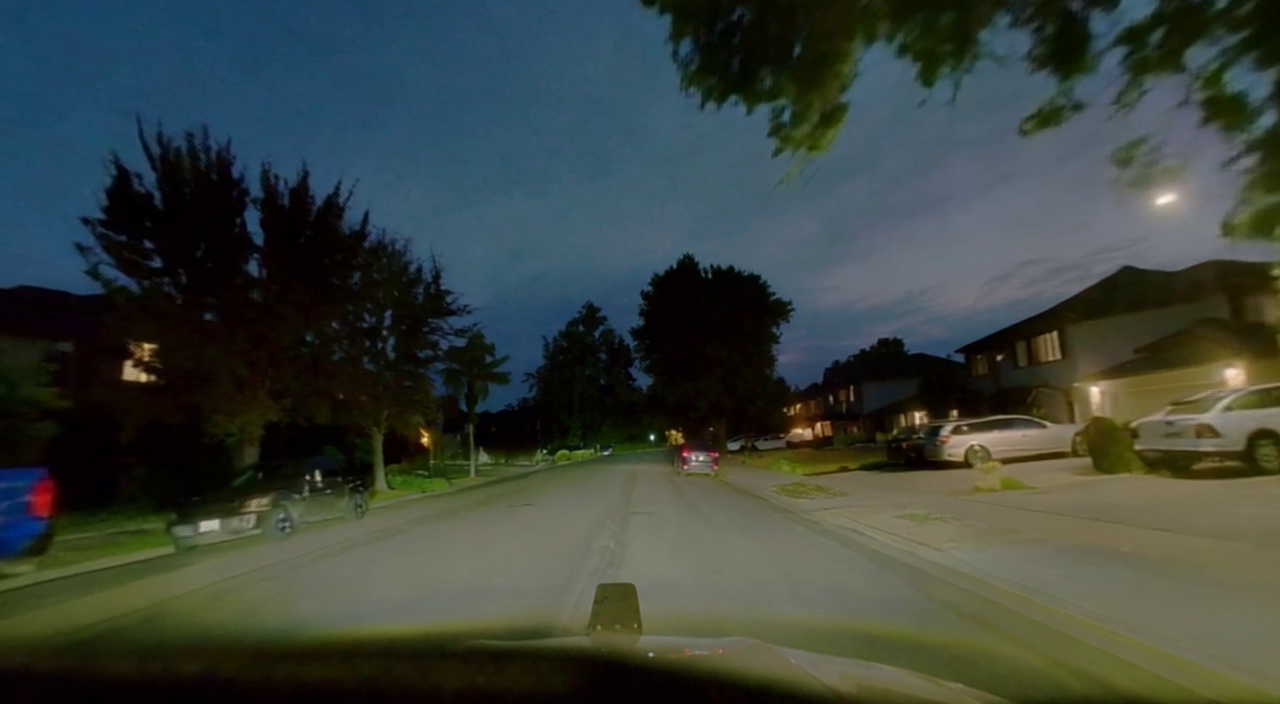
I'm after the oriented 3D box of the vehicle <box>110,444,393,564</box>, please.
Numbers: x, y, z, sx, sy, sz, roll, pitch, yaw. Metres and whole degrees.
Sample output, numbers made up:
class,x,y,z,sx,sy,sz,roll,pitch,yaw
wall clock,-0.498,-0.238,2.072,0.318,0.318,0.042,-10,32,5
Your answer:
class,x,y,z,sx,sy,sz,roll,pitch,yaw
vehicle,-6.233,2.428,10.966,1.995,1.608,4.596,0,-9,0

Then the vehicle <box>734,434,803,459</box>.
class,x,y,z,sx,sy,sz,roll,pitch,yaw
vehicle,9.604,7.104,47.271,4.710,1.512,1.894,-3,-9,1

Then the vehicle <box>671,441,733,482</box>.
class,x,y,z,sx,sy,sz,roll,pitch,yaw
vehicle,2.389,4.345,25.361,2.006,1.494,4.211,0,-9,-1

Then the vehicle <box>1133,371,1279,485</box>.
class,x,y,z,sx,sy,sz,roll,pitch,yaw
vehicle,13.835,1.527,12.475,5.834,2.019,2.540,0,-9,2

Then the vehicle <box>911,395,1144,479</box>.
class,x,y,z,sx,sy,sz,roll,pitch,yaw
vehicle,10.841,2.429,17.958,5.097,1.824,2.113,-5,-9,0
